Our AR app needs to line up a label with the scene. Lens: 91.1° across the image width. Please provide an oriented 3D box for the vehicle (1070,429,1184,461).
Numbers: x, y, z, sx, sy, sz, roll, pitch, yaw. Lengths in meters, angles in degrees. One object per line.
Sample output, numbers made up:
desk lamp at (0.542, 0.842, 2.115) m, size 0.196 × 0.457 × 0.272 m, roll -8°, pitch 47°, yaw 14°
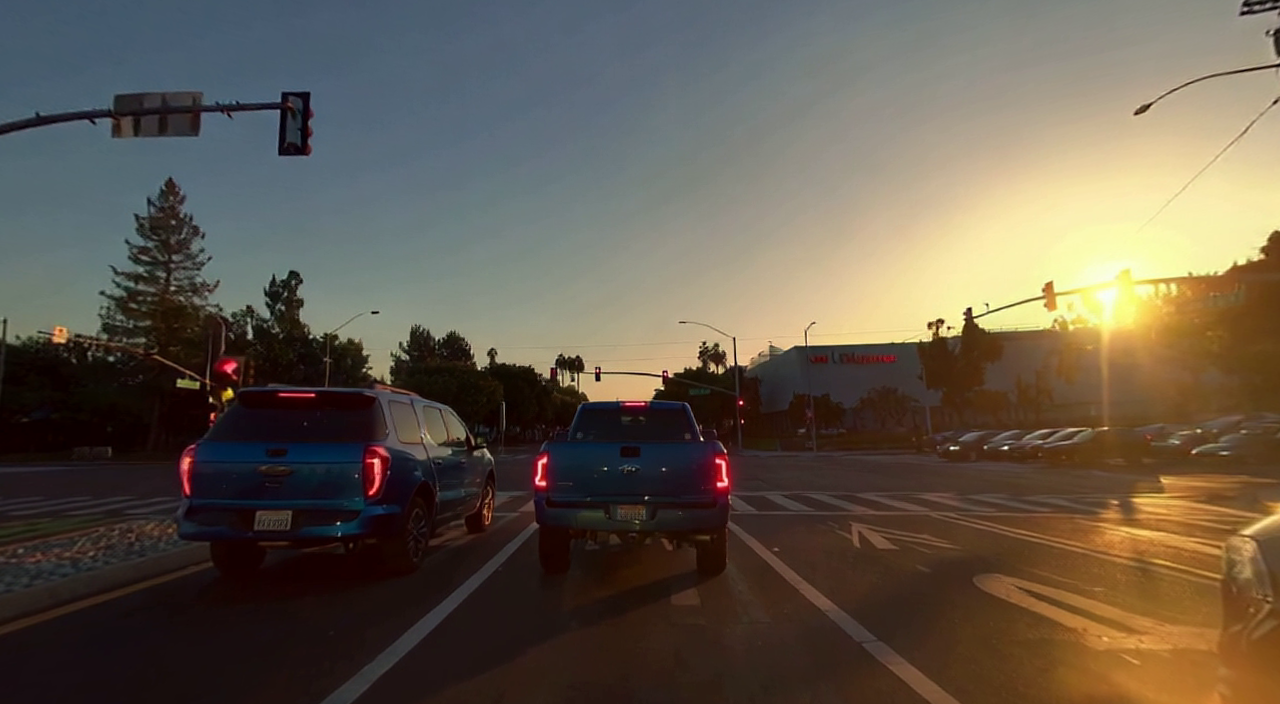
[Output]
vehicle at (27.928, 5.328, 36.105) m, size 4.849 × 1.759 × 2.041 m, roll 0°, pitch -8°, yaw -2°

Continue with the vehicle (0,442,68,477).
vehicle at (-32.190, 5.397, 31.732) m, size 4.406 × 1.682 × 2.040 m, roll 0°, pitch -8°, yaw -2°

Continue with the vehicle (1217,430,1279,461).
vehicle at (37.009, 5.437, 36.602) m, size 4.714 × 1.754 × 2.041 m, roll 0°, pitch -8°, yaw -2°

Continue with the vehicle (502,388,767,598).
vehicle at (-0.076, 1.516, 7.651) m, size 2.204 × 1.738 × 4.690 m, roll 0°, pitch -8°, yaw -1°

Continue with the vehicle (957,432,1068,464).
vehicle at (19.298, 4.972, 32.657) m, size 4.624 × 1.601 × 1.871 m, roll 0°, pitch -8°, yaw -3°

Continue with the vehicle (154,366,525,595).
vehicle at (-2.966, 1.429, 7.784) m, size 2.220 × 1.926 × 4.870 m, roll 0°, pitch -8°, yaw -1°
